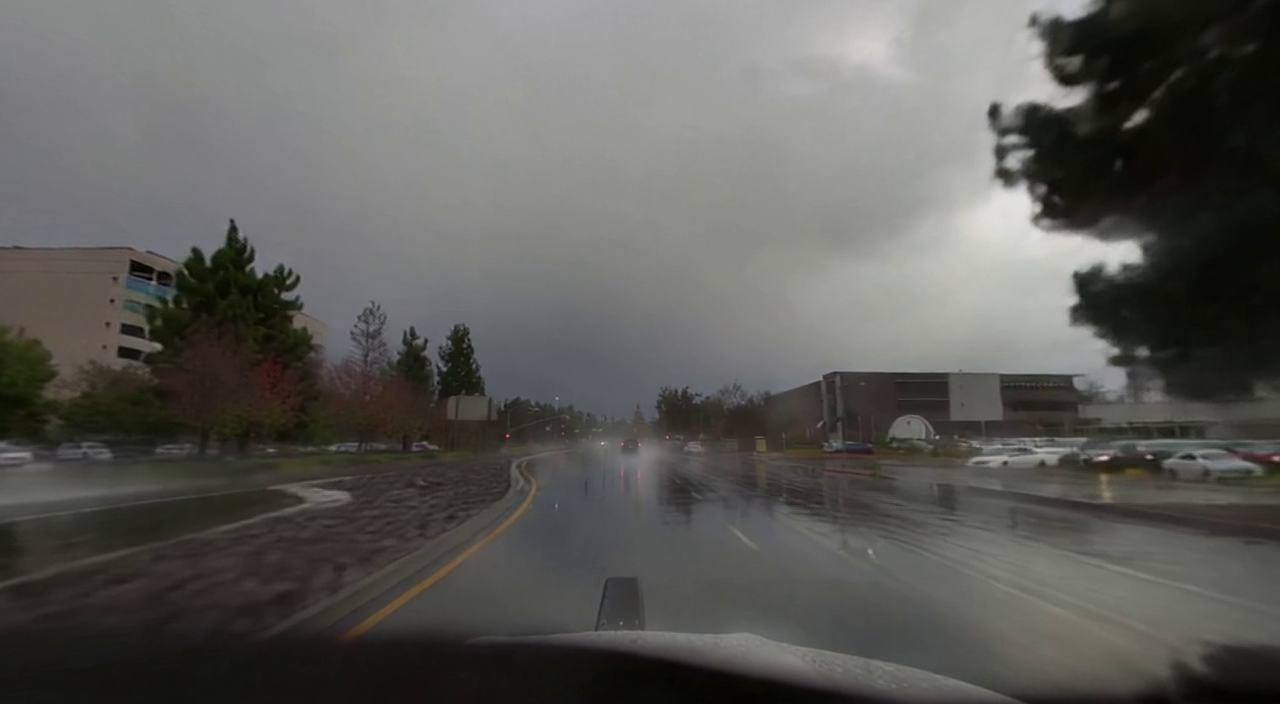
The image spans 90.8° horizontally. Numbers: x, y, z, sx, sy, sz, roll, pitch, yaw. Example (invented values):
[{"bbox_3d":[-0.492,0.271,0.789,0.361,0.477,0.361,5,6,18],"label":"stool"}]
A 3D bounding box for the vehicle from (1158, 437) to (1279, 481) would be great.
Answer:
[{"bbox_3d":[24.827,4.393,26.427,1.988,1.617,4.524,2,-8,-10],"label":"vehicle"}]

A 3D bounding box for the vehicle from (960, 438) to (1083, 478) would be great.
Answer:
[{"bbox_3d":[16.588,4.606,27.790,1.966,1.583,4.568,2,-9,-12],"label":"vehicle"}]

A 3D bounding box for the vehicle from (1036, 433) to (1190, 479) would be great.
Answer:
[{"bbox_3d":[21.438,4.703,29.026,2.150,1.812,5.372,0,-8,-13],"label":"vehicle"}]
